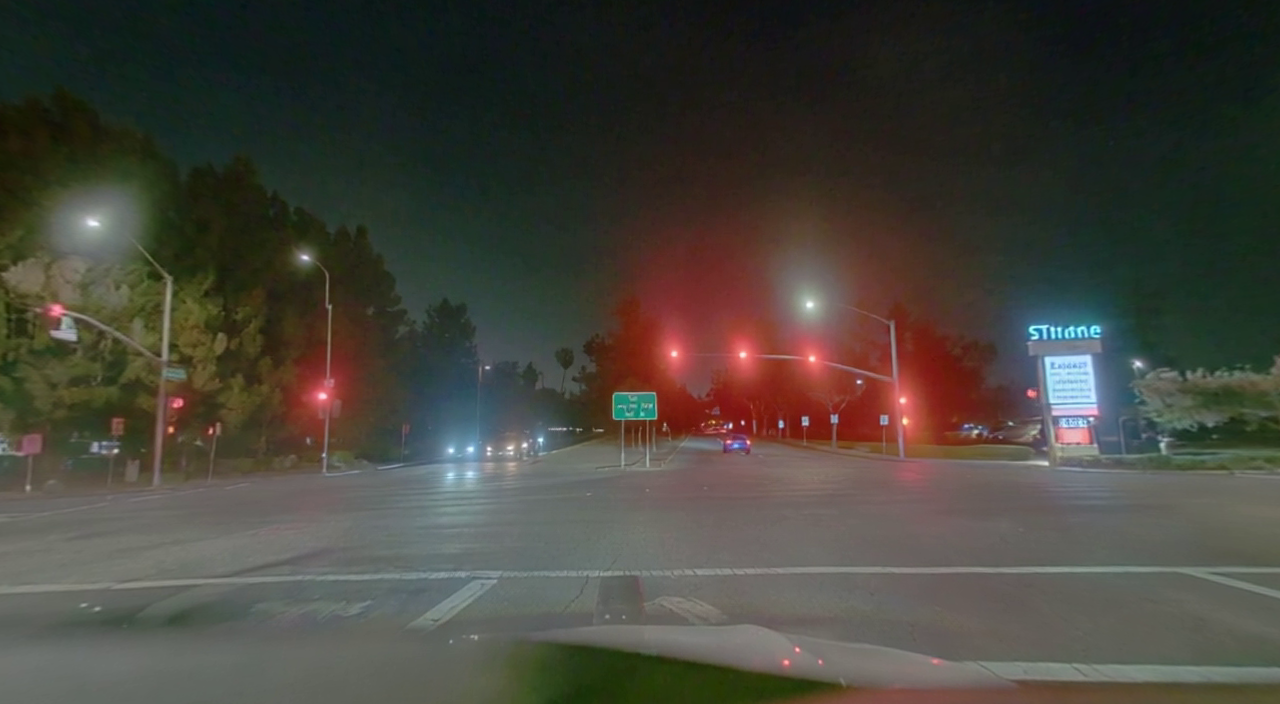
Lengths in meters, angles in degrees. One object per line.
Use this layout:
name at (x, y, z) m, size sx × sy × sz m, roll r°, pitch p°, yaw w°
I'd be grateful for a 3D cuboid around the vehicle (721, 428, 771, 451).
vehicle at (7.934, 6.680, 47.762) m, size 1.936 × 1.664 × 4.667 m, roll 2°, pitch -9°, yaw -14°

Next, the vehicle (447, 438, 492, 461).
vehicle at (-11.763, 6.785, 43.791) m, size 2.111 × 1.499 × 4.371 m, roll 0°, pitch -9°, yaw -3°

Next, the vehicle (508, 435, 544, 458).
vehicle at (-8.056, 6.744, 44.929) m, size 1.920 × 1.546 × 4.086 m, roll 0°, pitch -9°, yaw -2°
